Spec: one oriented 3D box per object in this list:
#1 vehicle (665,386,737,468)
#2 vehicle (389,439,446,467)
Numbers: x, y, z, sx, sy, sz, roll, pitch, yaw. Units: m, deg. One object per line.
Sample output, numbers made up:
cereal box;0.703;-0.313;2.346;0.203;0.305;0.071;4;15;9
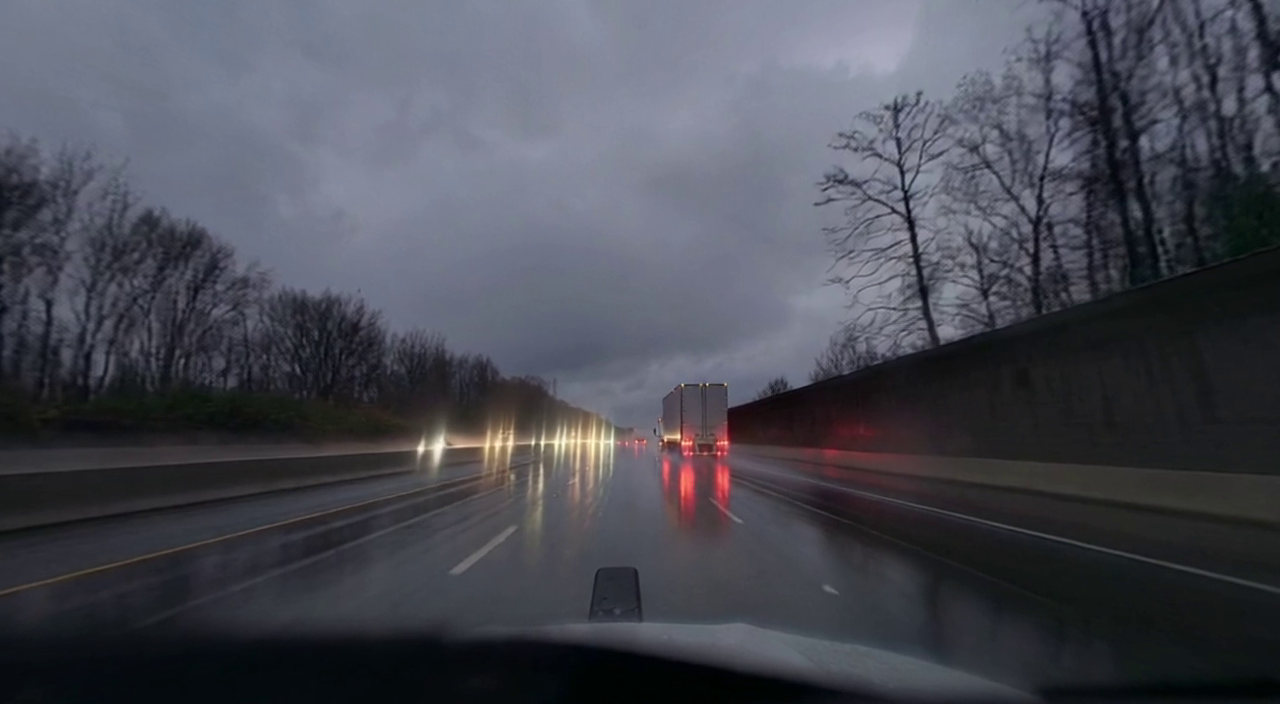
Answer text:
vehicle;3.418;4.814;40.018;2.979;4.161;15.508;1;-7;0
vehicle;-12.740;5.781;36.245;1.803;1.450;4.054;0;-8;-1
